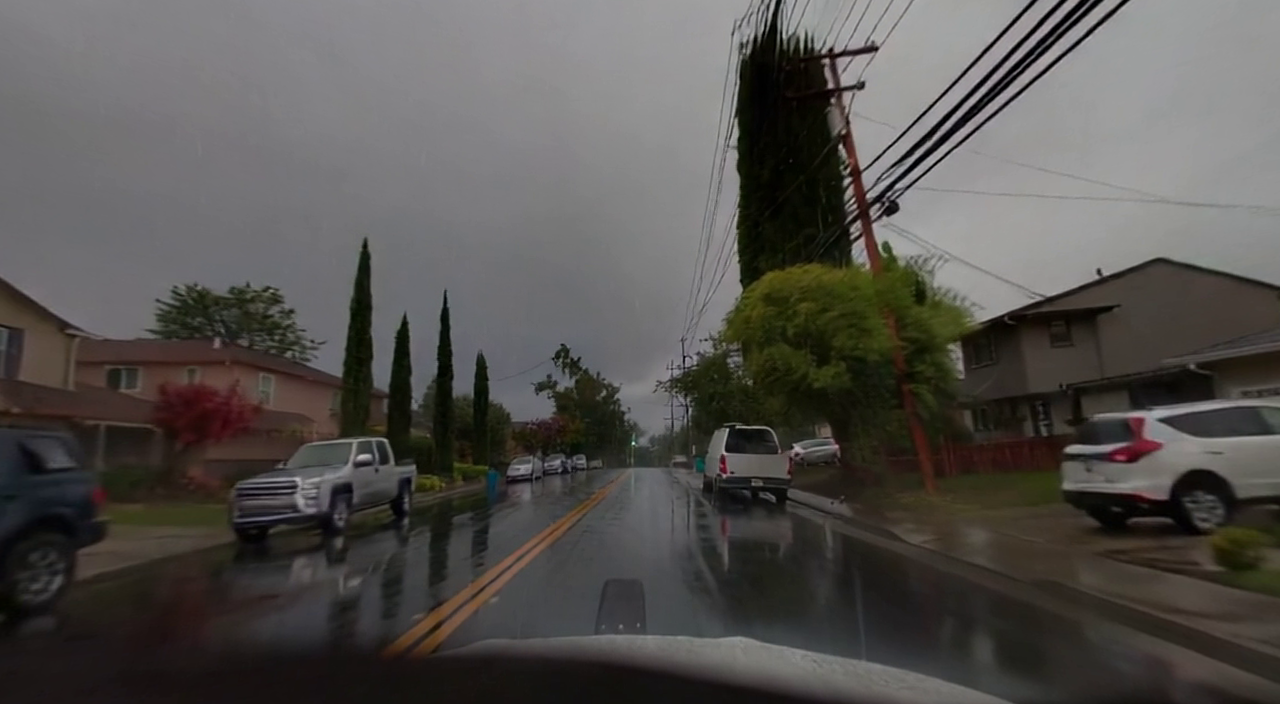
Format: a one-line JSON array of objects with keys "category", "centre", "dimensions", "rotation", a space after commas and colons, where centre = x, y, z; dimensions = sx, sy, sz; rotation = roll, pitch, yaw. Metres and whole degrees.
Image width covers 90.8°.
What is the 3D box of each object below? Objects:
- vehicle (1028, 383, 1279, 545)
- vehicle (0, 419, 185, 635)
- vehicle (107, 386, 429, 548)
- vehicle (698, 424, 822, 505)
[{"category": "vehicle", "centre": [8.185, 1.483, 8.461], "dimensions": [4.489, 1.812, 2.056], "rotation": [-1, -13, -4]}, {"category": "vehicle", "centre": [-6.433, 1.485, 5.168], "dimensions": [2.046, 1.777, 4.473], "rotation": [-3, -12, 0]}, {"category": "vehicle", "centre": [-6.306, 2.266, 12.077], "dimensions": [2.269, 2.229, 6.042], "rotation": [-2, -12, 2]}, {"category": "vehicle", "centre": [3.187, 3.122, 18.052], "dimensions": [2.203, 1.952, 5.111], "rotation": [0, -9, -4]}]
